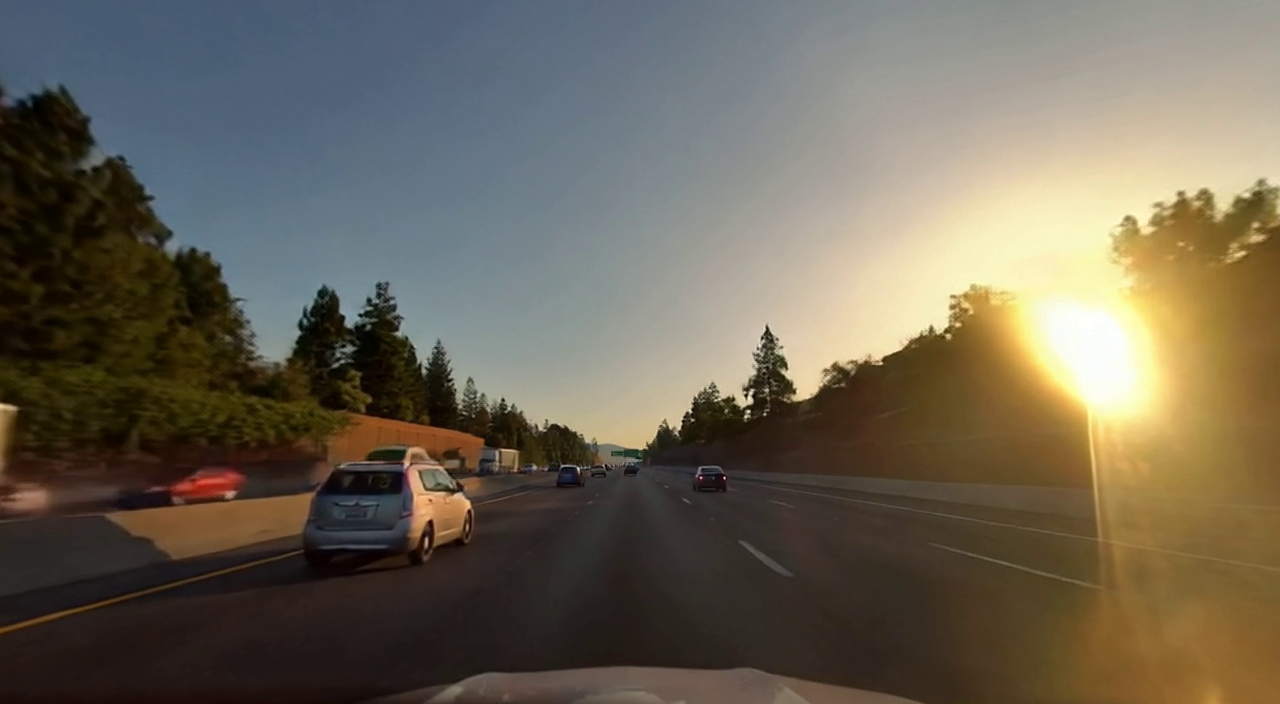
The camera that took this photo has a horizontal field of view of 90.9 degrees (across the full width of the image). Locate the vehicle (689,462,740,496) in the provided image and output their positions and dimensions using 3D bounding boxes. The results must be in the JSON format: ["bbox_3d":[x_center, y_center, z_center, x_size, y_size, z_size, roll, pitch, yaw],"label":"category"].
[{"bbox_3d":[3.620,6.309,31.471,1.981,1.516,4.109,1,-11,-1],"label":"vehicle"}]

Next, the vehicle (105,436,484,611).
[{"bbox_3d":[-3.576,1.922,7.885,2.004,1.468,4.812,1,-11,0],"label":"vehicle"}]

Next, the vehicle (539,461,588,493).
[{"bbox_3d":[-3.781,6.309,31.866,2.000,1.484,3.995,1,-11,-1],"label":"vehicle"}]
